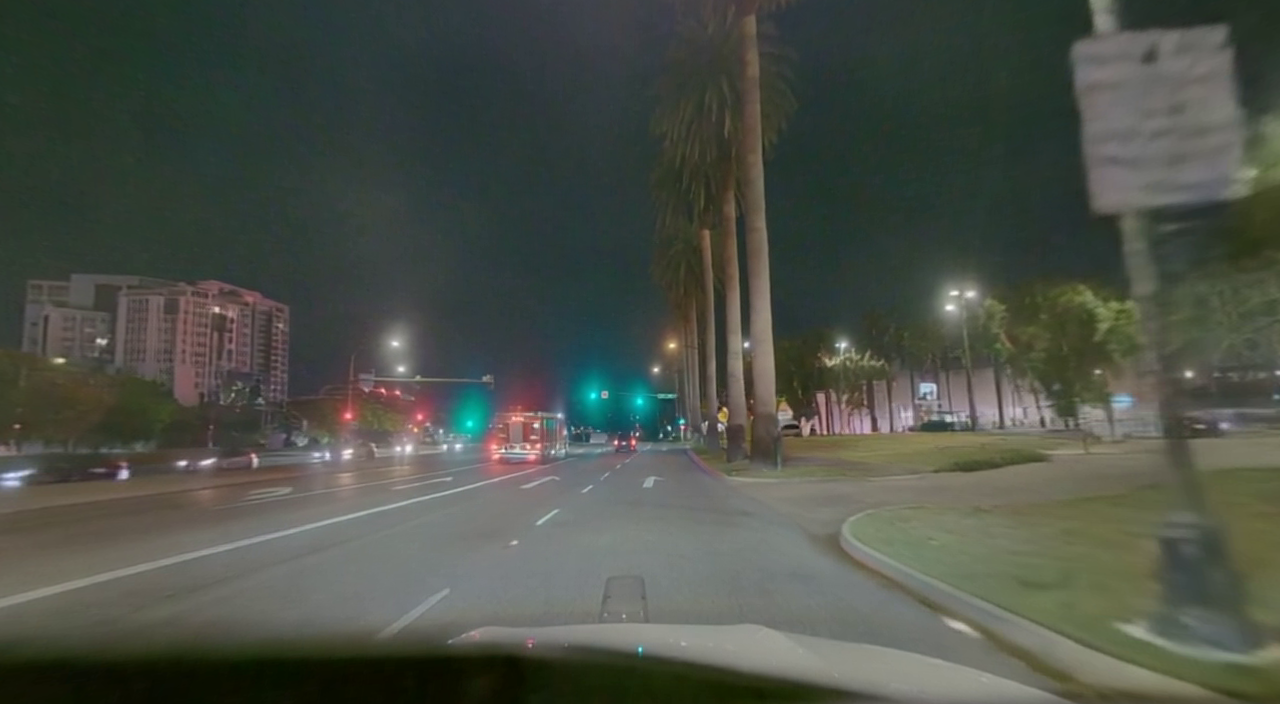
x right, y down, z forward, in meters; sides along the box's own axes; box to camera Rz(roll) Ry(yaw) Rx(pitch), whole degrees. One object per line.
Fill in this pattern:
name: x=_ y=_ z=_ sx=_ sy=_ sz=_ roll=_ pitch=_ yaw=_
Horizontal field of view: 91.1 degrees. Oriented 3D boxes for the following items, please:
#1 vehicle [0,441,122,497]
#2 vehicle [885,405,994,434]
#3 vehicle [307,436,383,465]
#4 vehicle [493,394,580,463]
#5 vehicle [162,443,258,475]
vehicle: x=-21.871 y=4.197 z=22.946 sx=1.988 sy=1.811 sz=4.399 roll=0 pitch=-8 yaw=2
vehicle: x=15.504 y=3.541 z=32.696 sx=4.663 sy=1.457 sz=2.045 roll=0 pitch=-7 yaw=2
vehicle: x=-21.320 y=7.157 z=45.683 sx=2.460 sy=1.958 sz=5.843 roll=0 pitch=-8 yaw=2
vehicle: x=-6.188 y=5.022 z=39.999 sx=3.008 sy=3.730 sz=11.786 roll=0 pitch=-8 yaw=3
vehicle: x=-25.692 y=6.351 z=37.767 sx=2.005 sy=1.771 sz=5.072 roll=0 pitch=-8 yaw=2
